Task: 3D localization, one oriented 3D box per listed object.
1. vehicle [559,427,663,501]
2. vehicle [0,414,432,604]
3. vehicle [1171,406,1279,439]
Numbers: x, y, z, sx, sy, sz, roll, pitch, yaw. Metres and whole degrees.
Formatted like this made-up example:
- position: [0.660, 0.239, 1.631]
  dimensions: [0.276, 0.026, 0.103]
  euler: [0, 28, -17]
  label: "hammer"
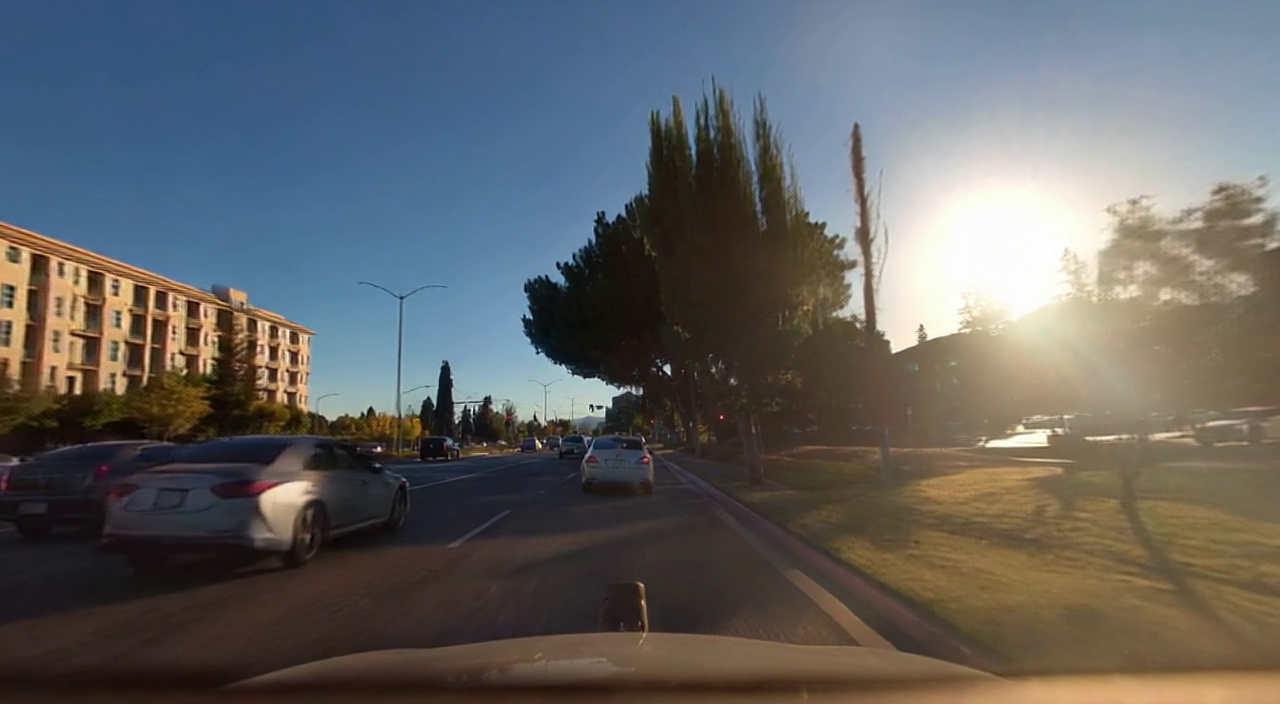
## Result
- position: [-0.622, 2.589, 14.981]
  dimensions: [2.099, 1.469, 4.389]
  euler: [0, -8, -1]
  label: "vehicle"
- position: [-4.249, 1.611, 7.466]
  dimensions: [2.032, 1.515, 4.641]
  euler: [0, -8, 0]
  label: "vehicle"
- position: [26.711, 3.211, 28.647]
  dimensions: [3.719, 1.416, 1.741]
  euler: [0, -9, -4]
  label: "vehicle"
